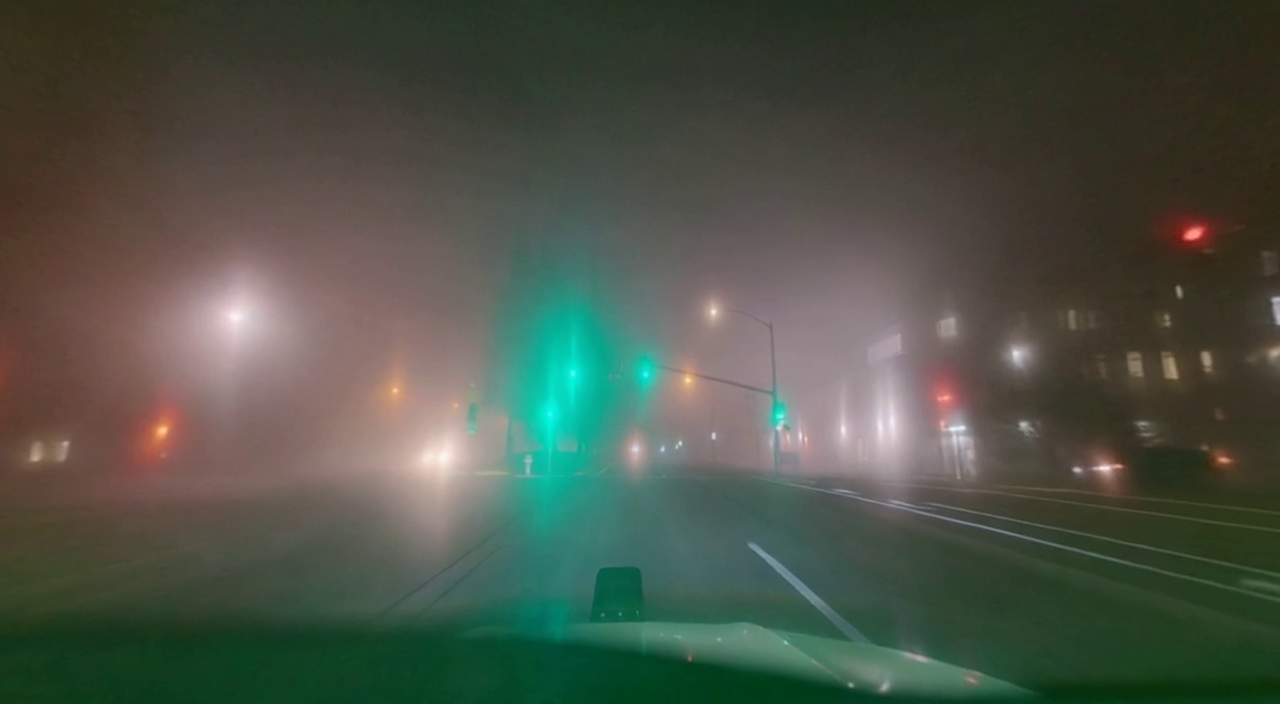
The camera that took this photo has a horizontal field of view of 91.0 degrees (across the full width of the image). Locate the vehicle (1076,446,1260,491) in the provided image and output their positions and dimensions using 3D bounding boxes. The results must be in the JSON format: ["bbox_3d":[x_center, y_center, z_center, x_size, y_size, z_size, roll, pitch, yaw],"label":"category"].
[{"bbox_3d":[17.800,3.935,21.380,4.583,1.426,1.892,0,-9,-2],"label":"vehicle"}]
